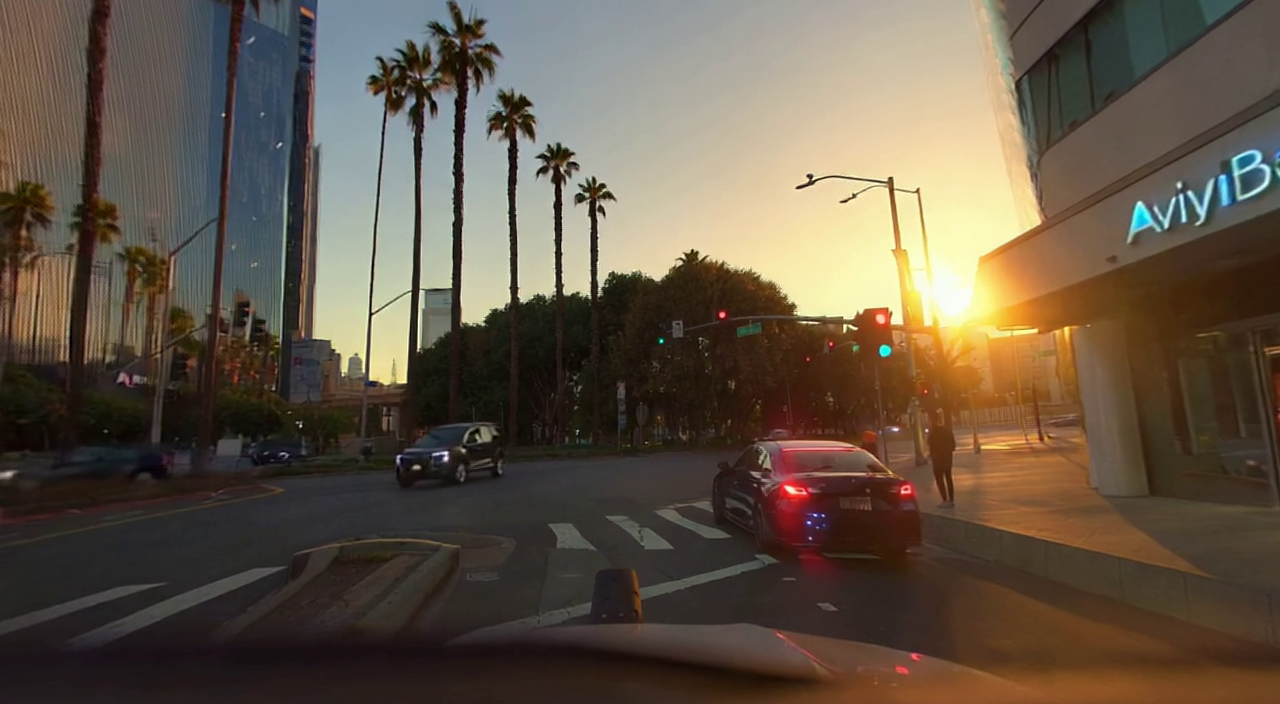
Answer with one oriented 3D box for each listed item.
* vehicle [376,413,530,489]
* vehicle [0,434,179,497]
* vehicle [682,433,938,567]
[{"bbox_3d":[-5.407,3.004,19.395,2.190,1.964,5.614,-2,-8,10],"label":"vehicle"},{"bbox_3d":[-18.557,3.631,20.646,2.029,1.822,5.090,-6,-10,35],"label":"vehicle"},{"bbox_3d":[2.101,2.001,9.509,2.090,1.466,4.676,1,-8,-7],"label":"vehicle"}]
